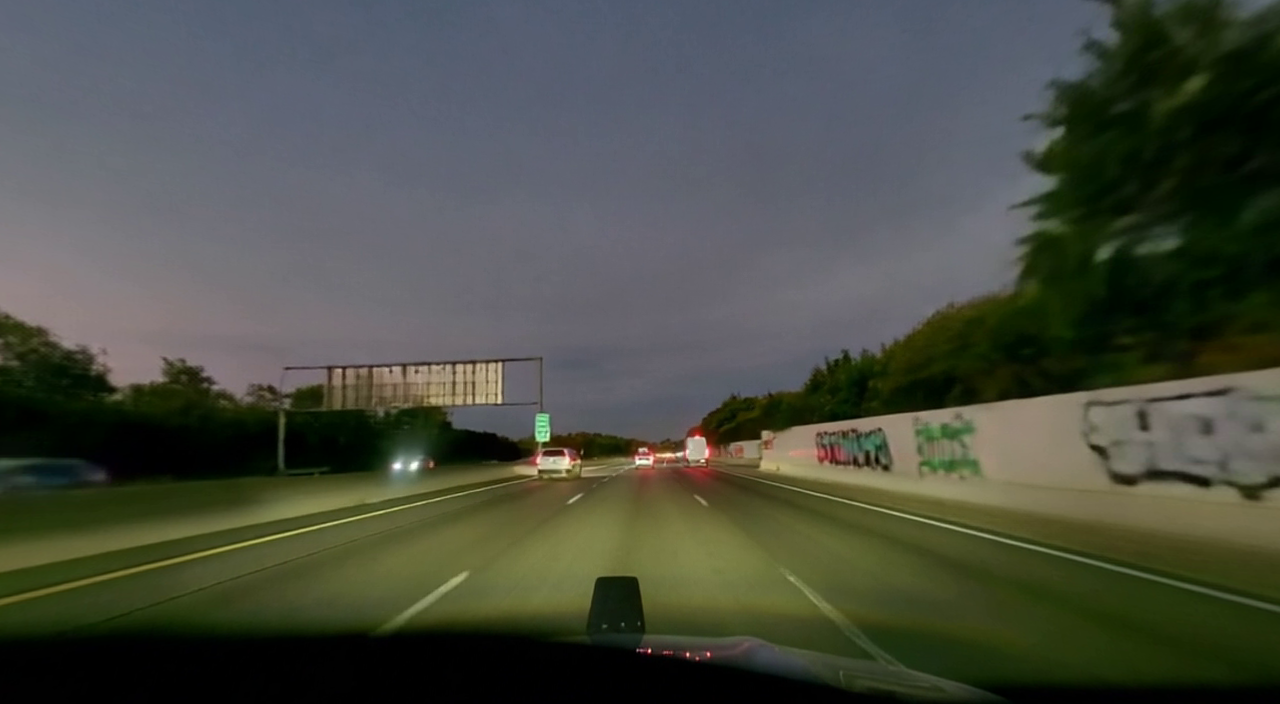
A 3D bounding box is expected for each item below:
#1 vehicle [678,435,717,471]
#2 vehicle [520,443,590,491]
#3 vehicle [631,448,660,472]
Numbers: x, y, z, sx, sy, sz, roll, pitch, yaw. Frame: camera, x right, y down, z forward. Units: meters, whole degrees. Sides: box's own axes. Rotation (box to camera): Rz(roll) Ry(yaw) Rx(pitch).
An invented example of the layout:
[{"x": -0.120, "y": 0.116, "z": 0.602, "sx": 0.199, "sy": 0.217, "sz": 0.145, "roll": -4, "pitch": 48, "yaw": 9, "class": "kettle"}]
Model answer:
[{"x": 4.410, "y": 7.896, "z": 49.216, "sx": 2.469, "sy": 2.591, "sz": 5.653, "roll": 0, "pitch": -9, "yaw": 0, "class": "vehicle"}, {"x": -3.127, "y": 4.354, "z": 24.174, "sx": 1.964, "sy": 1.618, "sz": 4.489, "roll": 0, "pitch": -9, "yaw": 1, "class": "vehicle"}, {"x": 0.411, "y": 7.892, "z": 46.334, "sx": 2.108, "sy": 1.663, "sz": 3.159, "roll": 0, "pitch": -9, "yaw": 1, "class": "vehicle"}]
